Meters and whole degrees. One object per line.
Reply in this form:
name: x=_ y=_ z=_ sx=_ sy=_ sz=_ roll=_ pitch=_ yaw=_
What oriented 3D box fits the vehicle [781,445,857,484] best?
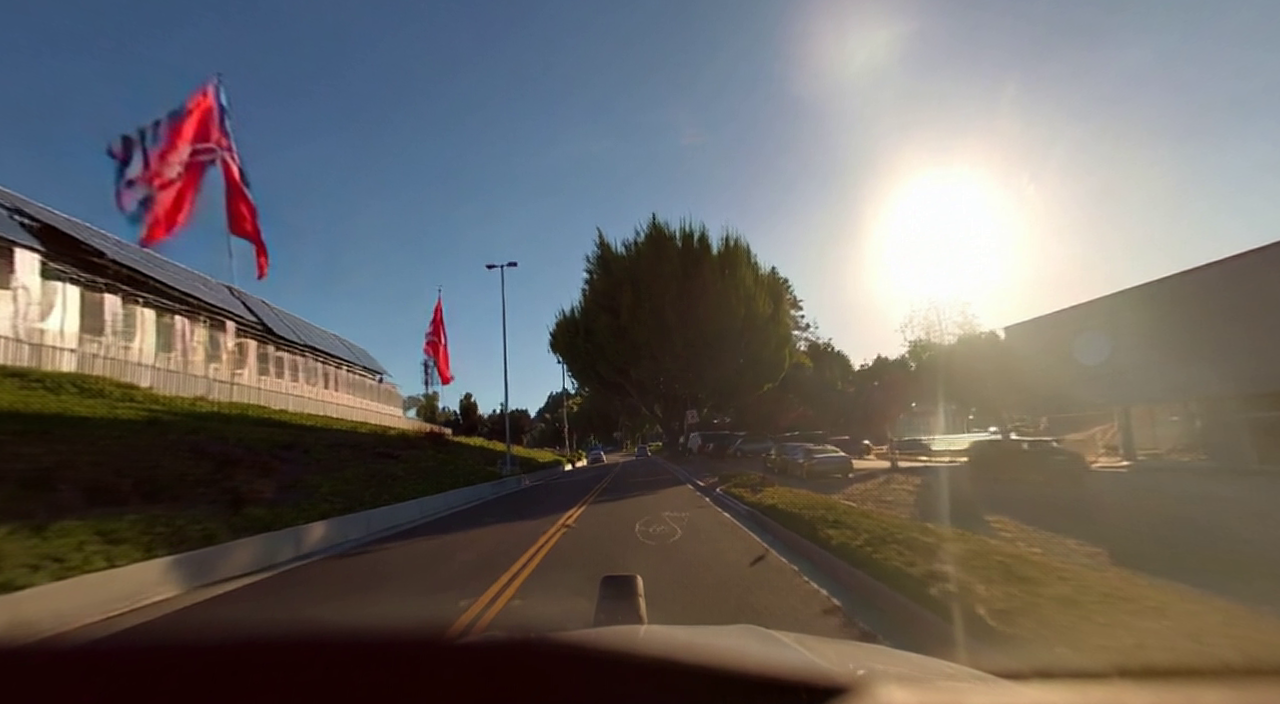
vehicle: x=7.476 y=4.732 z=26.743 sx=1.909 sy=1.496 sz=4.079 roll=0 pitch=-9 yaw=-2

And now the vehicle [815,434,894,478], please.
vehicle: x=10.154 y=4.974 z=30.213 sx=2.113 sy=1.945 sz=4.546 roll=0 pitch=-9 yaw=-1

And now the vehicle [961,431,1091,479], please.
vehicle: x=14.695 y=3.968 z=24.301 sx=1.947 sy=1.657 sz=4.314 roll=0 pitch=-9 yaw=-6
